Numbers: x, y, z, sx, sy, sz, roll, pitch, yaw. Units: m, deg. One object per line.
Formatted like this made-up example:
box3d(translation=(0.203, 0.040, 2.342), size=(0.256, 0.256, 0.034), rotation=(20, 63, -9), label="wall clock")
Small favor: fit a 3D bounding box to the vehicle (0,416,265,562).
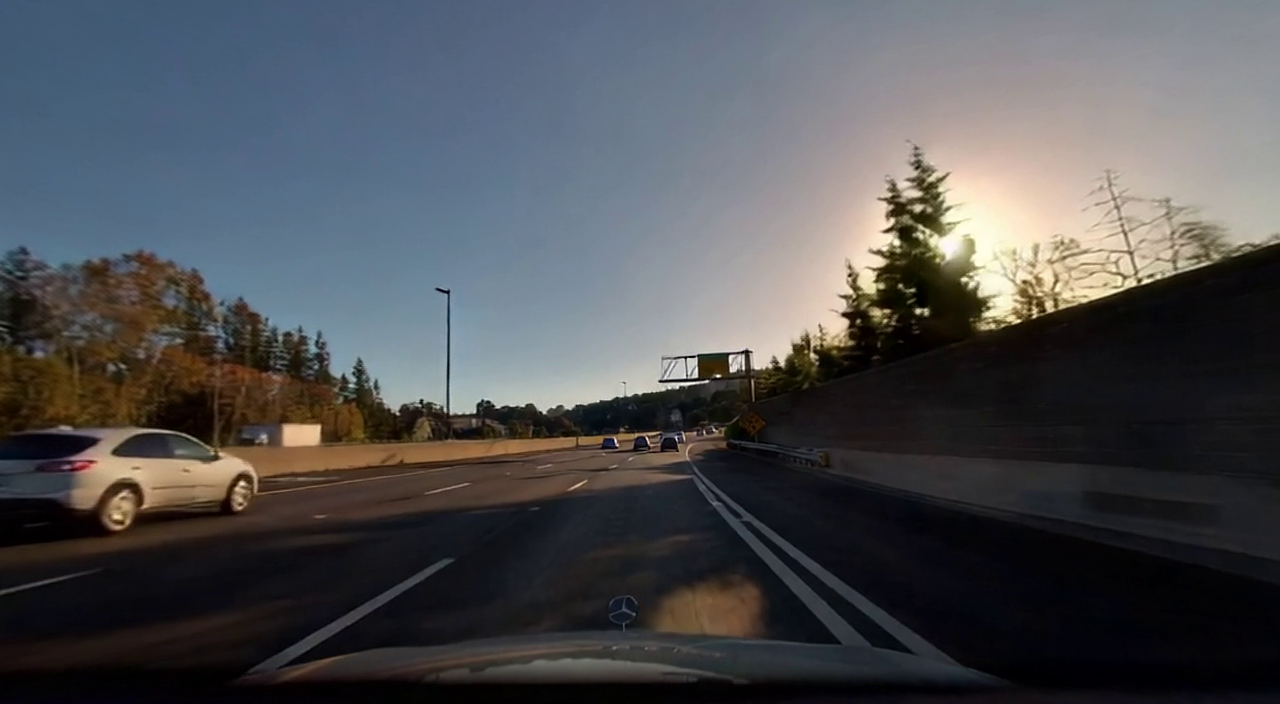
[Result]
box3d(translation=(-7.461, 1.694, 8.396), size=(1.914, 1.478, 4.741), rotation=(0, -8, 1), label="vehicle")
